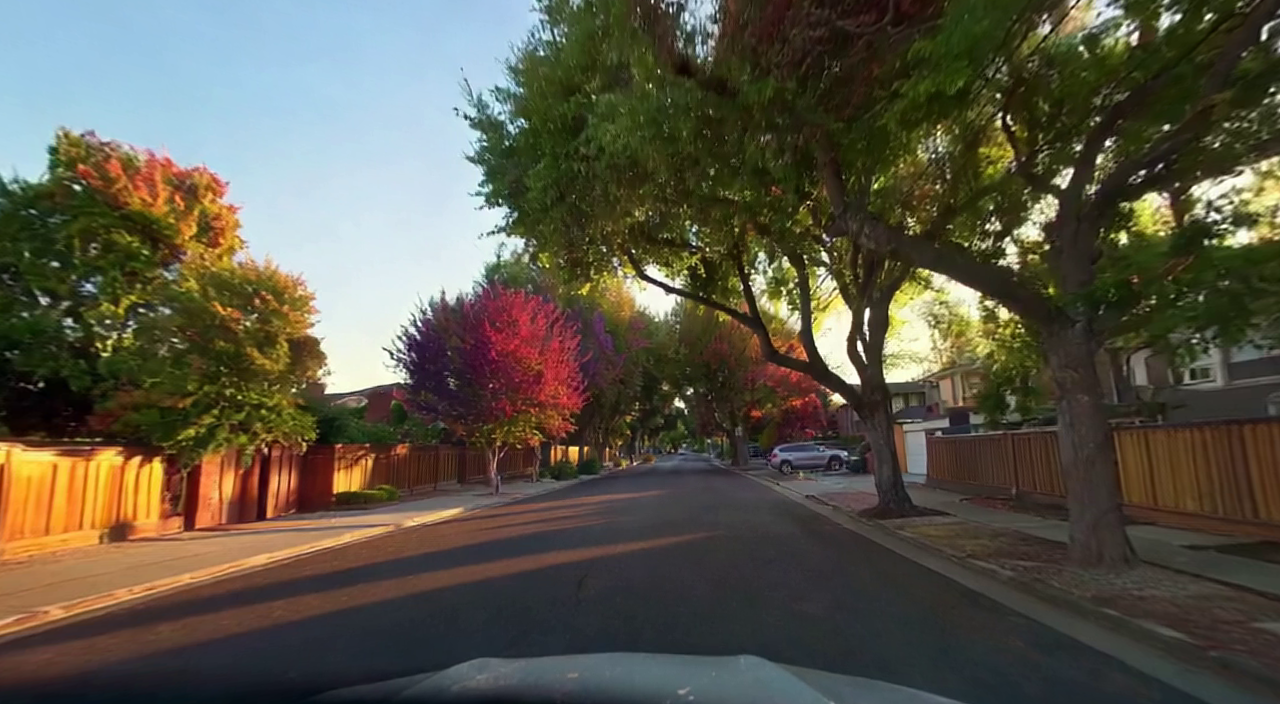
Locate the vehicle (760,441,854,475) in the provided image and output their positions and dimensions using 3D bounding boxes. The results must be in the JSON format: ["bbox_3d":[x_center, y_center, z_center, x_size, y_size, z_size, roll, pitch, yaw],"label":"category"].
[{"bbox_3d":[9.352,5.971,35.761,4.806,1.851,2.050,-1,-9,5],"label":"vehicle"}]
